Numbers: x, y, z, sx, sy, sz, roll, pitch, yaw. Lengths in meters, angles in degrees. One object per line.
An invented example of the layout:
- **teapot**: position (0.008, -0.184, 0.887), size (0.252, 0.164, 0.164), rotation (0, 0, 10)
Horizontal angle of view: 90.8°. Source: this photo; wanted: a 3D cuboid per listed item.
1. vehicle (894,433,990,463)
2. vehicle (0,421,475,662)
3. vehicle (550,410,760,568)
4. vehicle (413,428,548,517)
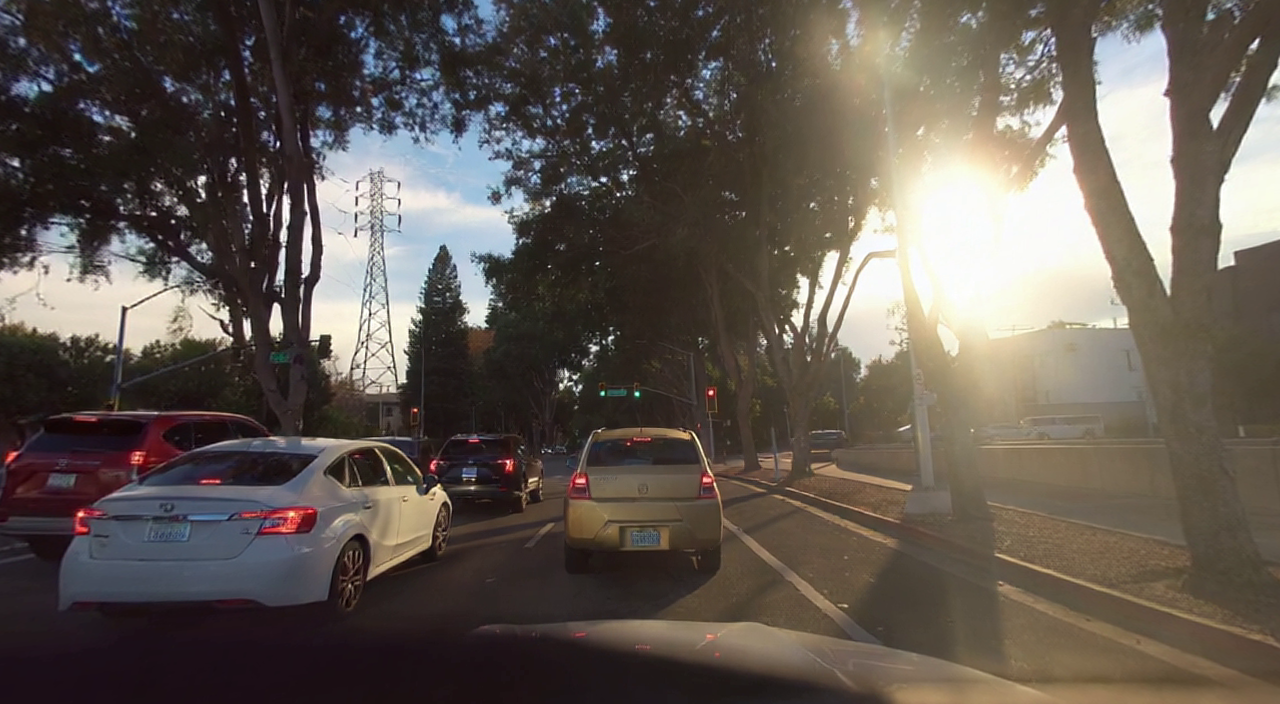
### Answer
- **vehicle**: position (15.103, 4.800, 31.715), size (3.858, 1.437, 1.899), rotation (0, -8, -4)
- **vehicle**: position (-3.168, 1.503, 6.209), size (1.973, 1.469, 4.448), rotation (0, -8, -1)
- **vehicle**: position (0.090, 1.770, 8.933), size (2.239, 1.661, 4.224), rotation (0, -8, -2)
- **vehicle**: position (-3.253, 2.524, 13.712), size (1.997, 1.636, 3.760), rotation (0, -8, -1)
